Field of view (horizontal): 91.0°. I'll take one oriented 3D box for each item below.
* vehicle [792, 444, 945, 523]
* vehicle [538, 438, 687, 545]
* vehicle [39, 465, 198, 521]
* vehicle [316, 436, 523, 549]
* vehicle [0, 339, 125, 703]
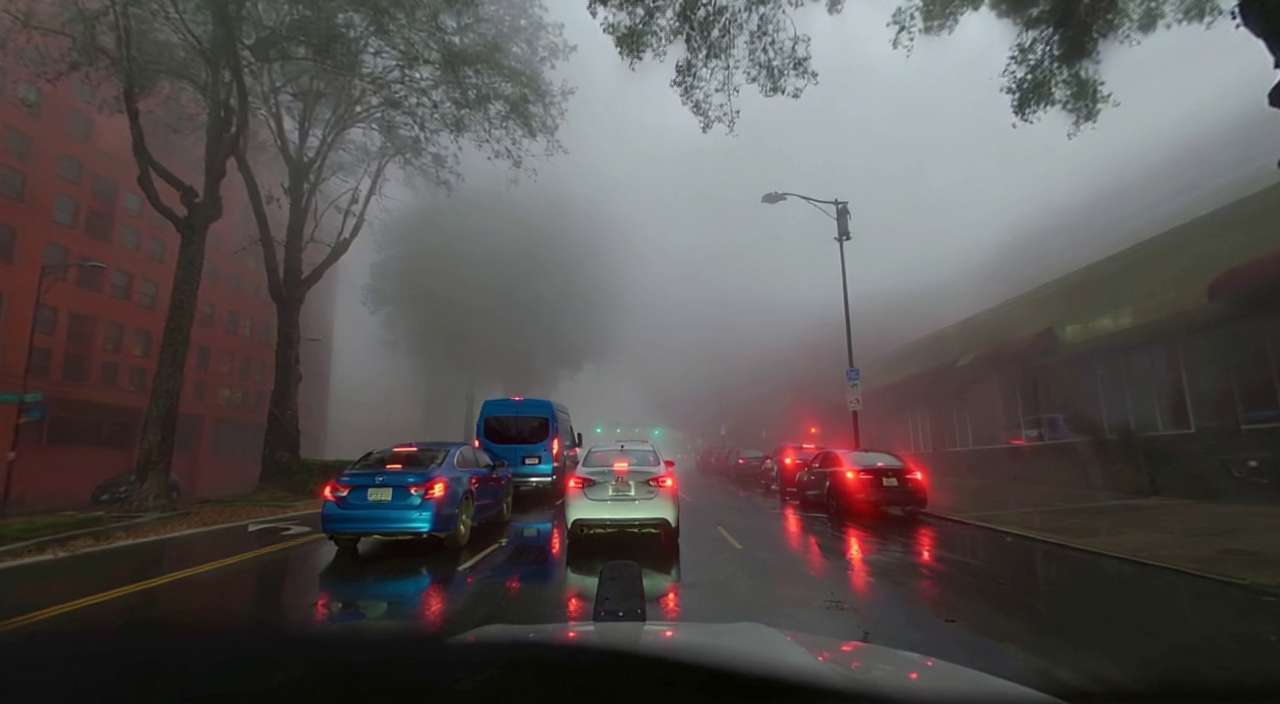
[{"bbox_3d":[4.899,2.853,14.184,1.832,1.491,4.054,1,-9,-1],"label":"vehicle"},{"bbox_3d":[-0.393,2.342,11.229,2.152,1.518,4.113,0,-9,0],"label":"vehicle"},{"bbox_3d":[-17.876,4.808,21.916,1.802,1.609,4.284,0,-9,0],"label":"vehicle"},{"bbox_3d":[-3.533,2.319,11.137,1.995,1.554,4.426,0,-9,1],"label":"vehicle"},{"bbox_3d":[-3.698,0.559,0.744,2.140,1.768,4.685,0,-9,1],"label":"vehicle"}]
